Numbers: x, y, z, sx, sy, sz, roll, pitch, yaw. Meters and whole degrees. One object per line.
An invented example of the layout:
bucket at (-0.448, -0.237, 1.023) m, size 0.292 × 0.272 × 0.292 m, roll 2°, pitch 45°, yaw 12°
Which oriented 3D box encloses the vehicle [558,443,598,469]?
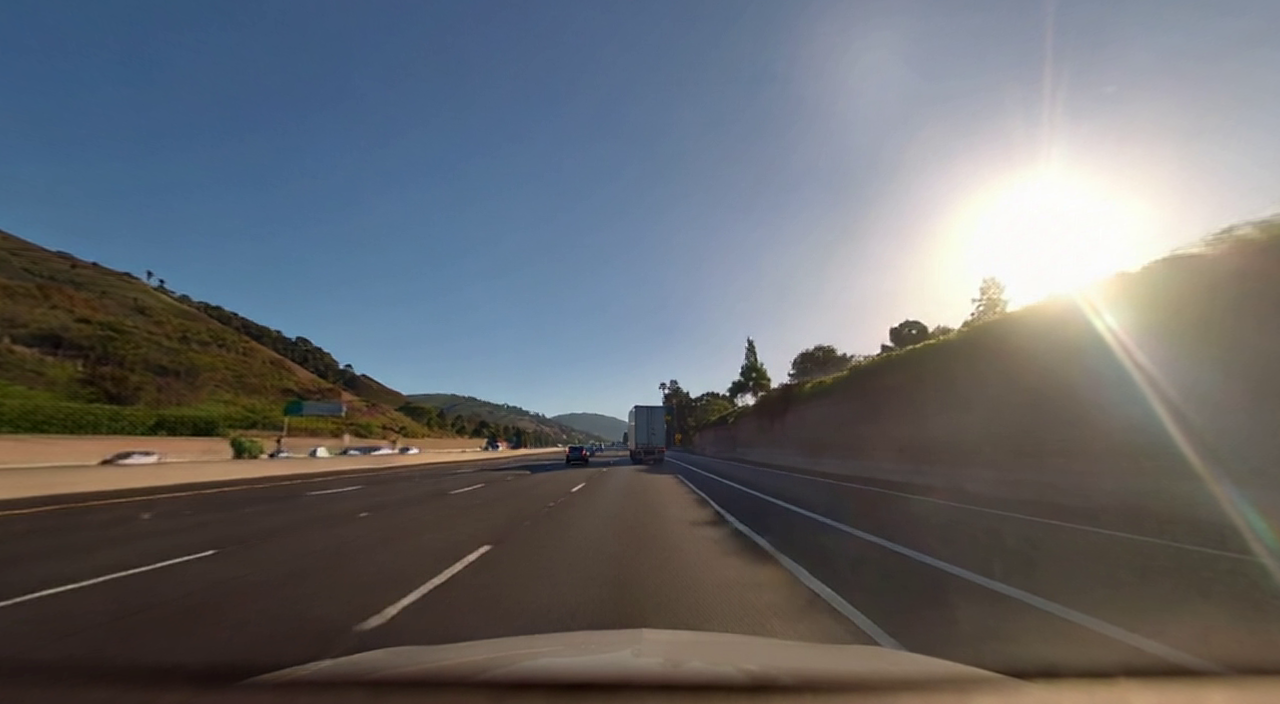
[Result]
vehicle at (-3.725, 6.323, 38.419) m, size 1.983 × 1.508 × 4.060 m, roll 0°, pitch -9°, yaw 1°
